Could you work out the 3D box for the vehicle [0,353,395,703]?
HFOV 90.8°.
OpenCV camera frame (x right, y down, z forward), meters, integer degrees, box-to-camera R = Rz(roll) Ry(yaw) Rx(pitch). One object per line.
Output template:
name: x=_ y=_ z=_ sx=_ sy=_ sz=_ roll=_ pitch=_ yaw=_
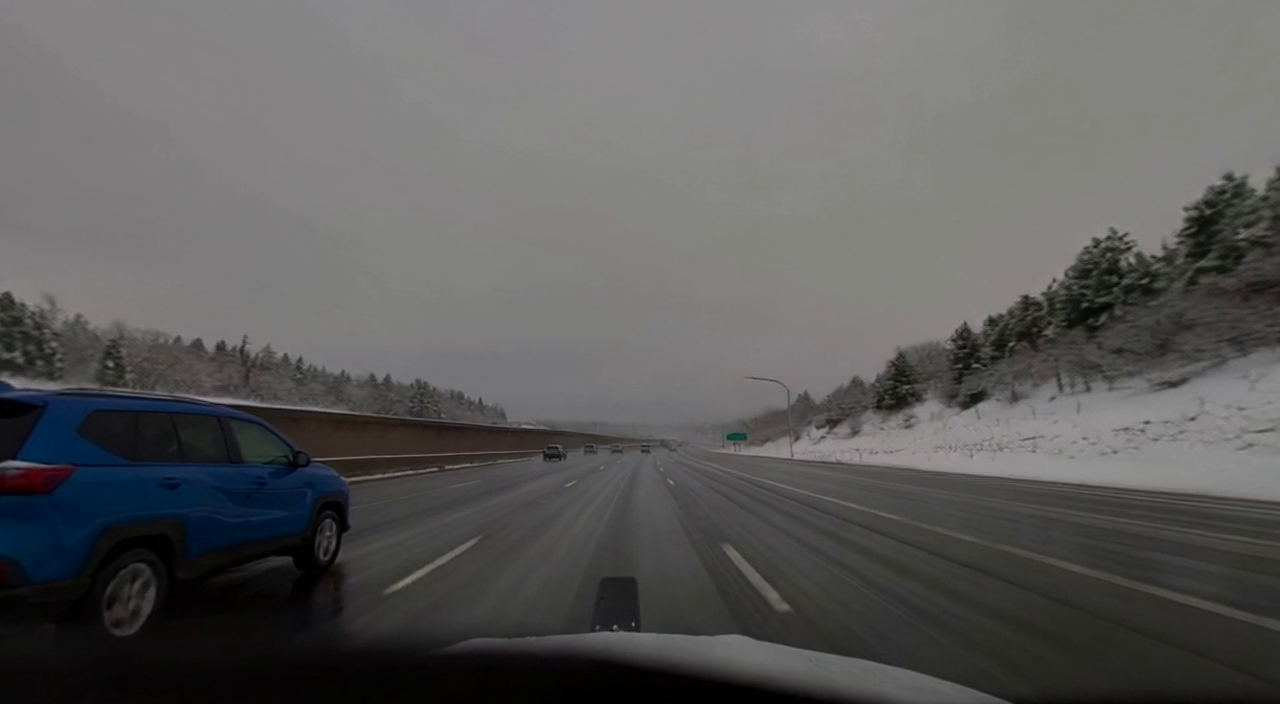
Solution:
vehicle: x=-3.880 y=1.186 z=4.911 sx=2.047 sy=1.715 sz=4.689 roll=0 pitch=-9 yaw=0
